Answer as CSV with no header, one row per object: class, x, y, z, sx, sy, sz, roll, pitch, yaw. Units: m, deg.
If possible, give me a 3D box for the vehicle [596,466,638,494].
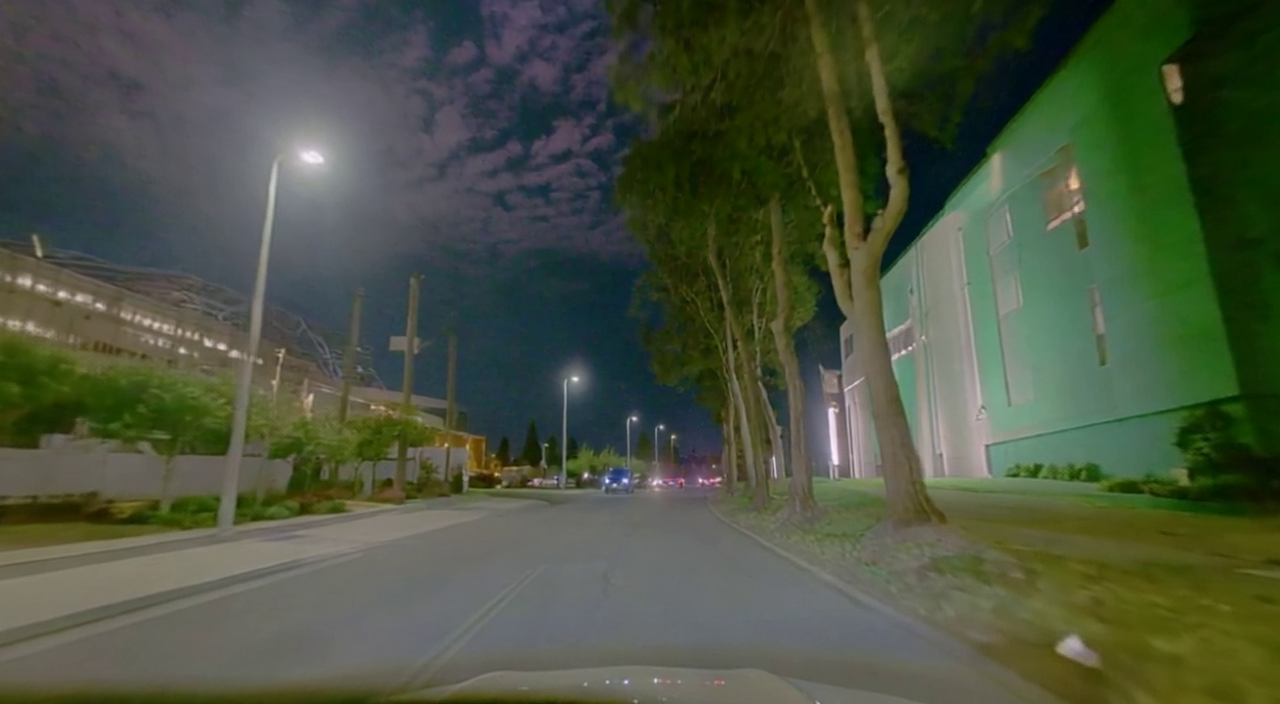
vehicle,-1.543,9.018,44.492,2.022,1.776,4.625,-3,-10,10
